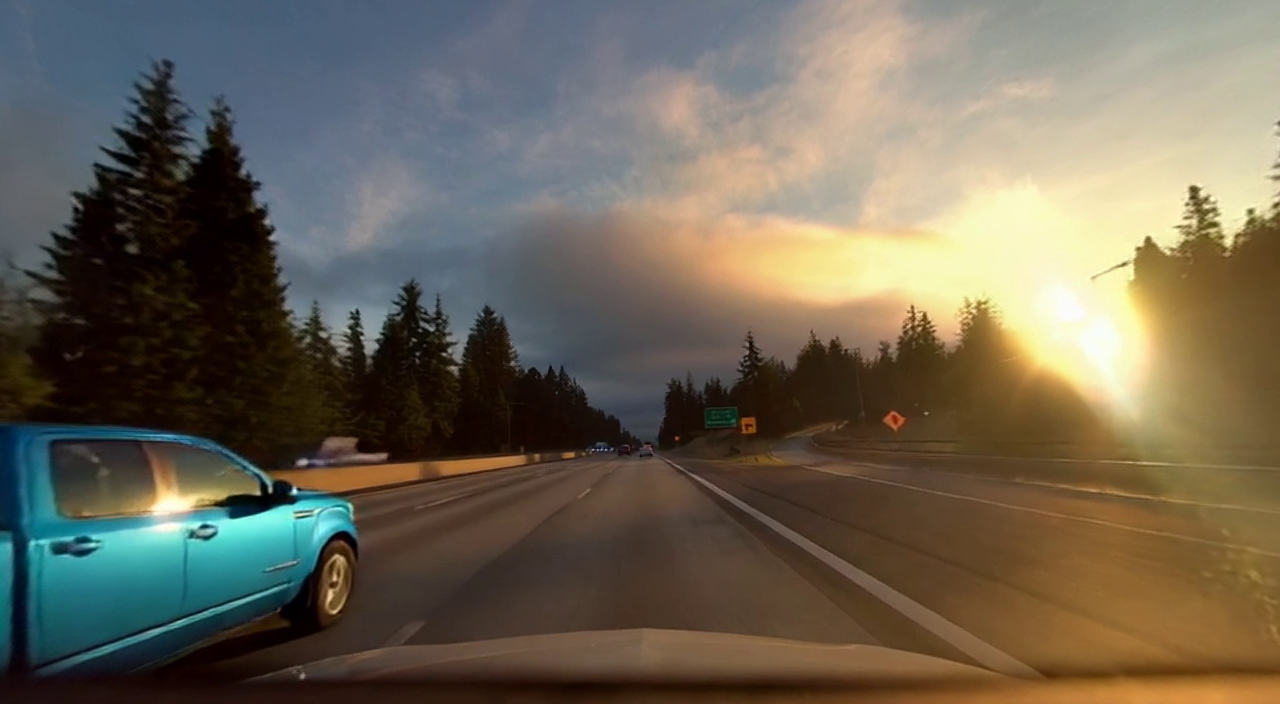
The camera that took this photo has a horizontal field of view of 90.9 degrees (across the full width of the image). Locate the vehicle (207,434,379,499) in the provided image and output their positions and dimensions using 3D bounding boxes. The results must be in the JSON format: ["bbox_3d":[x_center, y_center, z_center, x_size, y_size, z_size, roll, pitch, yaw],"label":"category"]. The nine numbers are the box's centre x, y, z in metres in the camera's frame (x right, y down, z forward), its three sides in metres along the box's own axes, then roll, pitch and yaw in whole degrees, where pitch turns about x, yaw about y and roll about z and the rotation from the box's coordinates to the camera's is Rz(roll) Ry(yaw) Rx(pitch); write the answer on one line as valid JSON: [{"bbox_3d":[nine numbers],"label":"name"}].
[{"bbox_3d":[-11.341,3.757,21.401,2.275,1.845,6.252,0,-8,0],"label":"vehicle"}]
